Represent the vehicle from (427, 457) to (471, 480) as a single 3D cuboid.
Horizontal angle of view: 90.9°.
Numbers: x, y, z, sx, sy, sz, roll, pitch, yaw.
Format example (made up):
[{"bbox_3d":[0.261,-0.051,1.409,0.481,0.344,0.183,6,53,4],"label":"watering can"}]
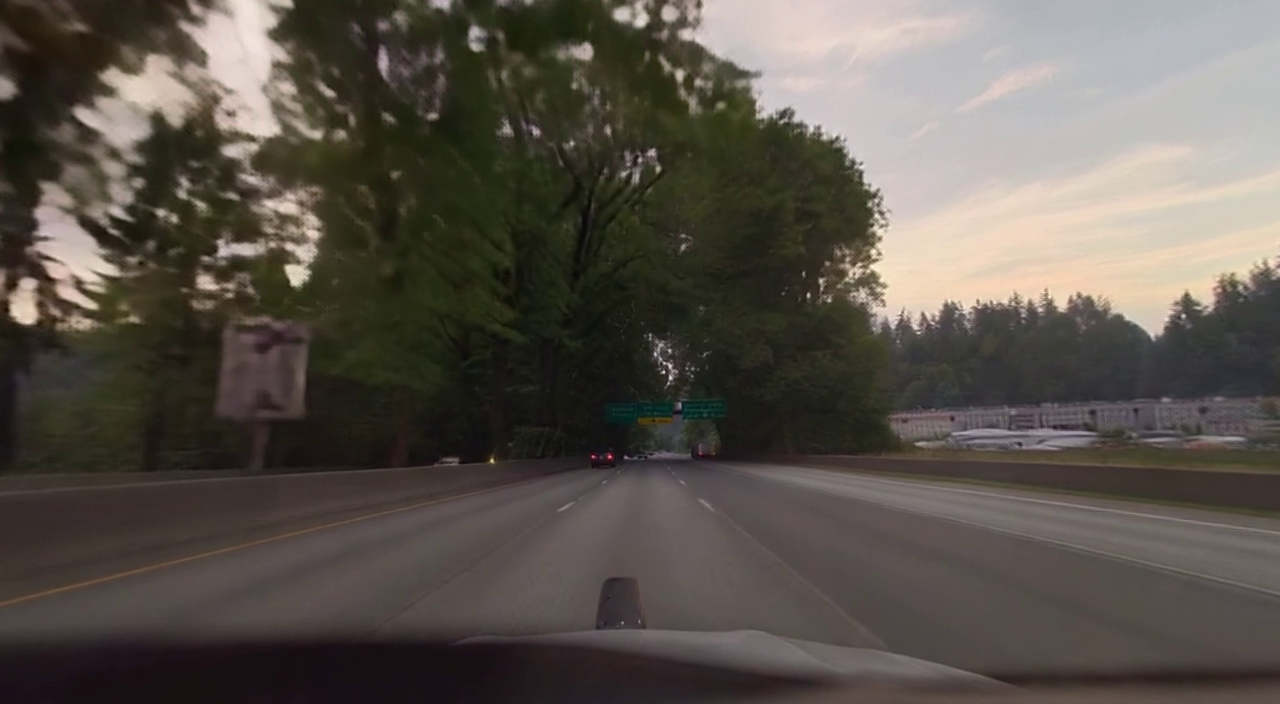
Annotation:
[{"bbox_3d":[-13.235,8.073,43.841,1.828,1.497,3.761,0,-9,1],"label":"vehicle"}]
